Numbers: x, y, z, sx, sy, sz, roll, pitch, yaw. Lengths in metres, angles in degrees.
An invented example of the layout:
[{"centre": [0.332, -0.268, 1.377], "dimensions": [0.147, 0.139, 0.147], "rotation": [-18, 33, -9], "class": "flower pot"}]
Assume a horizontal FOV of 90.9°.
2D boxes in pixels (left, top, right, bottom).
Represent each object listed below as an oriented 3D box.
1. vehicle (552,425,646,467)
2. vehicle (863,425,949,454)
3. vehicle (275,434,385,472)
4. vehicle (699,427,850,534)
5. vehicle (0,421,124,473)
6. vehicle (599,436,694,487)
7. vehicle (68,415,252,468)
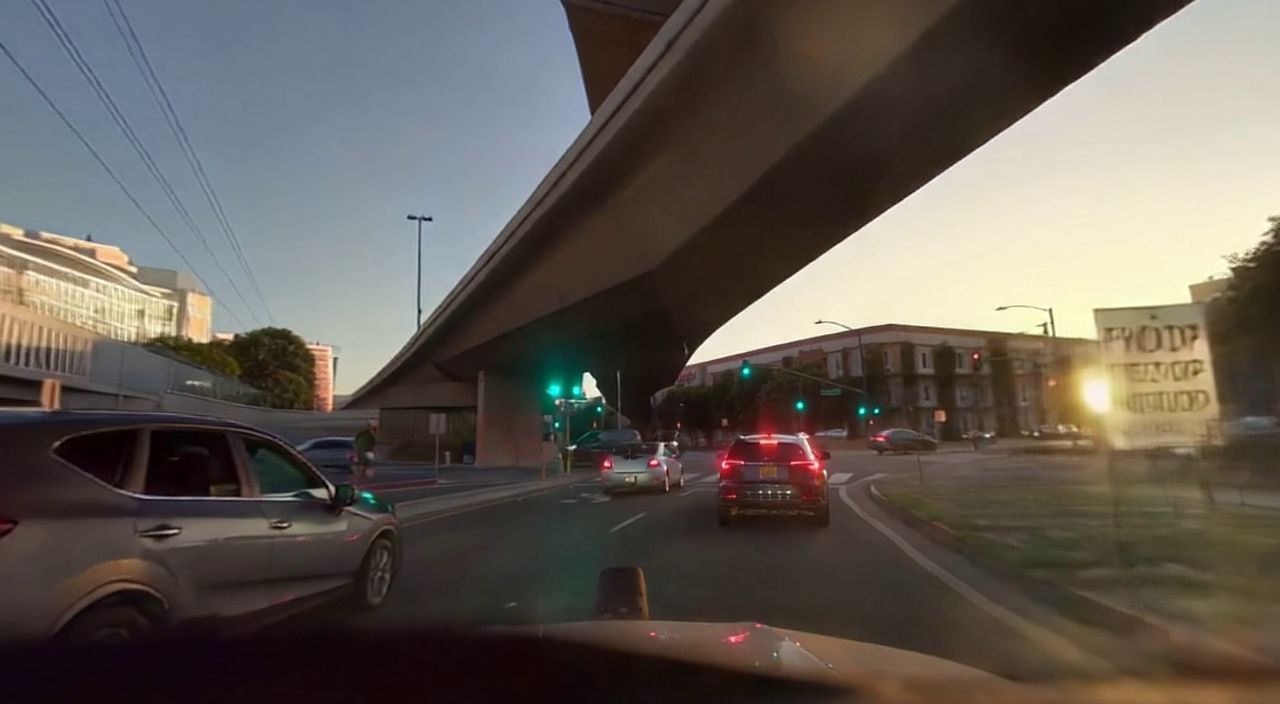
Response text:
[{"centre": [-2.124, 4.740, 31.642], "dimensions": [2.175, 1.930, 4.761], "rotation": [8, -12, -42], "class": "vehicle"}, {"centre": [15.719, 5.194, 37.244], "dimensions": [4.755, 1.623, 2.290], "rotation": [5, -10, -32], "class": "vehicle"}, {"centre": [-16.317, 5.326, 33.449], "dimensions": [4.827, 1.885, 2.008], "rotation": [2, -9, -14], "class": "vehicle"}, {"centre": [2.400, 2.254, 11.701], "dimensions": [2.195, 1.571, 4.353], "rotation": [-2, -9, 10], "class": "vehicle"}, {"centre": [-44.913, 6.844, 45.454], "dimensions": [2.989, 3.604, 11.471], "rotation": [-4, -10, 26], "class": "vehicle"}, {"centre": [0.374, 3.694, 21.624], "dimensions": [2.214, 1.519, 4.704], "rotation": [-2, -9, 13], "class": "vehicle"}, {"centre": [-36.174, 6.884, 48.376], "dimensions": [3.014, 3.603, 10.845], "rotation": [-4, -9, 24], "class": "vehicle"}]
